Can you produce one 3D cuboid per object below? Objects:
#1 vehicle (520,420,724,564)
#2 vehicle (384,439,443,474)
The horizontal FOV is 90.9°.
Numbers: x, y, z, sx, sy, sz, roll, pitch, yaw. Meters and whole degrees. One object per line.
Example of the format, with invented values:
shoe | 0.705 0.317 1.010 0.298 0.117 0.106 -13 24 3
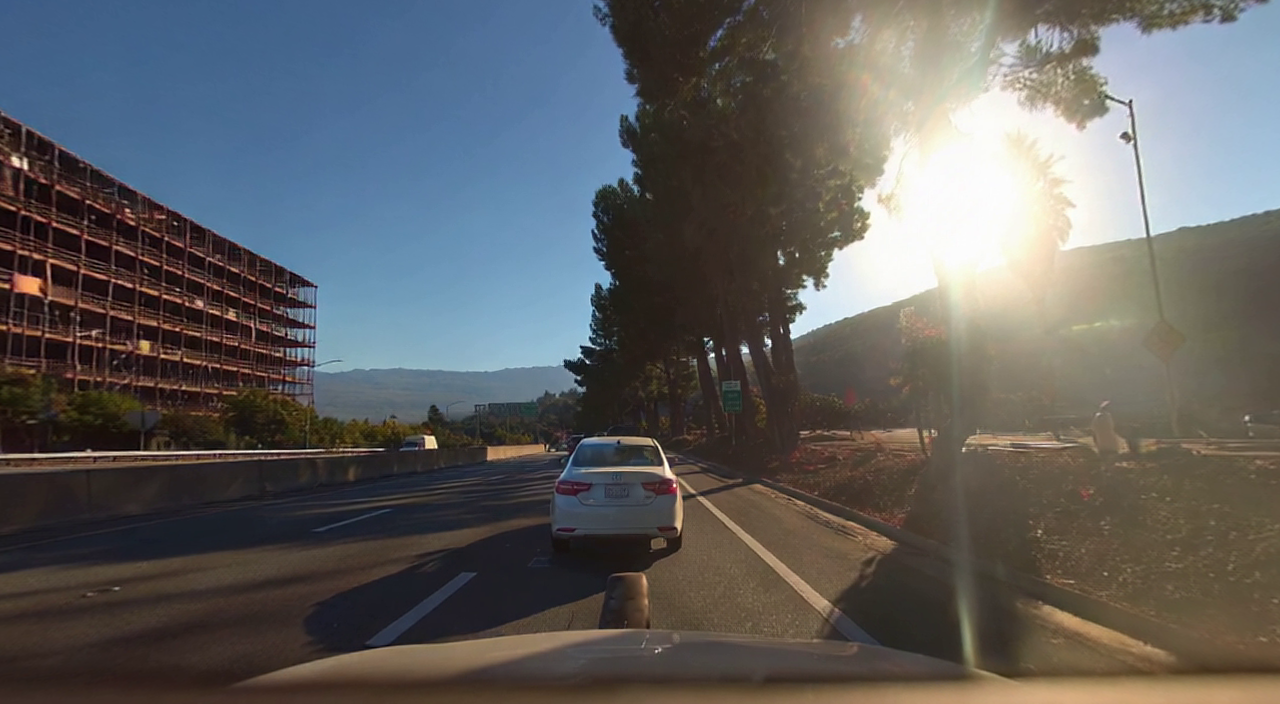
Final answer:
vehicle | -0.192 1.756 8.660 2.112 1.482 4.076 0 -8 0
vehicle | -10.304 4.673 28.455 2.072 1.465 4.394 4 -9 -24
